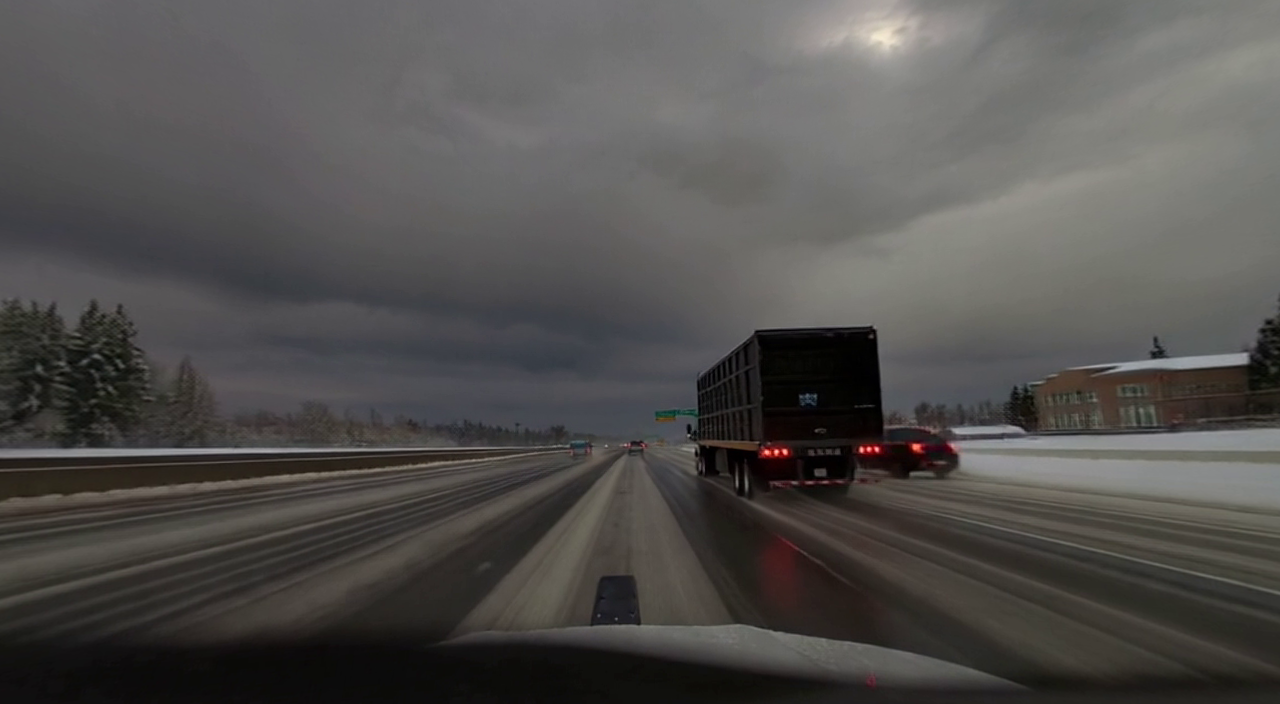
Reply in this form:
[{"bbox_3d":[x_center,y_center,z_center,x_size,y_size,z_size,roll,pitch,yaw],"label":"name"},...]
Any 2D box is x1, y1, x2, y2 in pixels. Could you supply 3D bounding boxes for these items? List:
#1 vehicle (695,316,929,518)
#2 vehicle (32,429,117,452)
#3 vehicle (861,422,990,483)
[{"bbox_3d":[3.479,1.903,16.477,2.966,3.586,10.563,0,-9,-1],"label":"vehicle"},{"bbox_3d":[-44.582,7.037,49.999,1.933,1.642,5.248,0,-9,-1],"label":"vehicle"},{"bbox_3d":[10.745,3.853,24.426,2.286,2.044,5.722,0,-9,0],"label":"vehicle"}]
